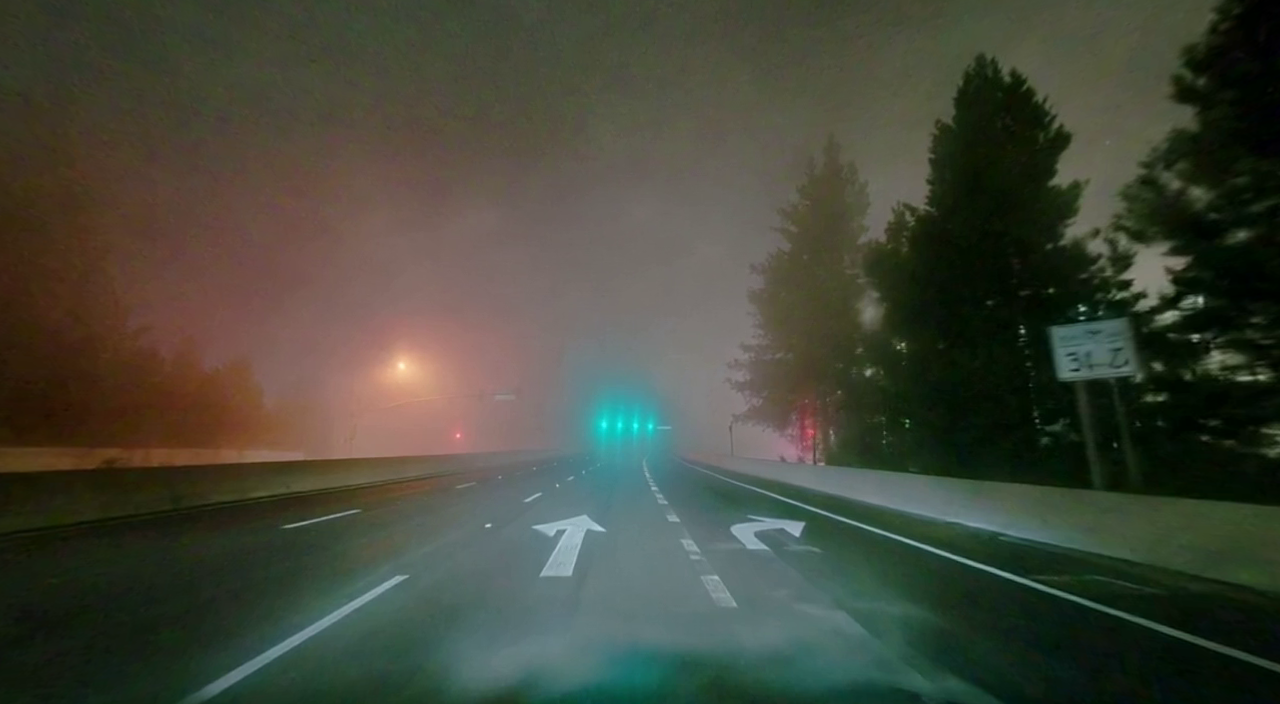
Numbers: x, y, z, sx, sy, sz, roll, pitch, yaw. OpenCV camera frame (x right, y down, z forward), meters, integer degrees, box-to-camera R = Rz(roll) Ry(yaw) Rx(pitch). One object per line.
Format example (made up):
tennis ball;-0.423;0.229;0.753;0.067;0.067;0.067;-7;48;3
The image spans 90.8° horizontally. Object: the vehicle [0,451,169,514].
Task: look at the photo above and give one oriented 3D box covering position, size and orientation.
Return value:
vehicle;-15.907;3.545;17.670;2.072;1.479;4.357;0;-9;0
